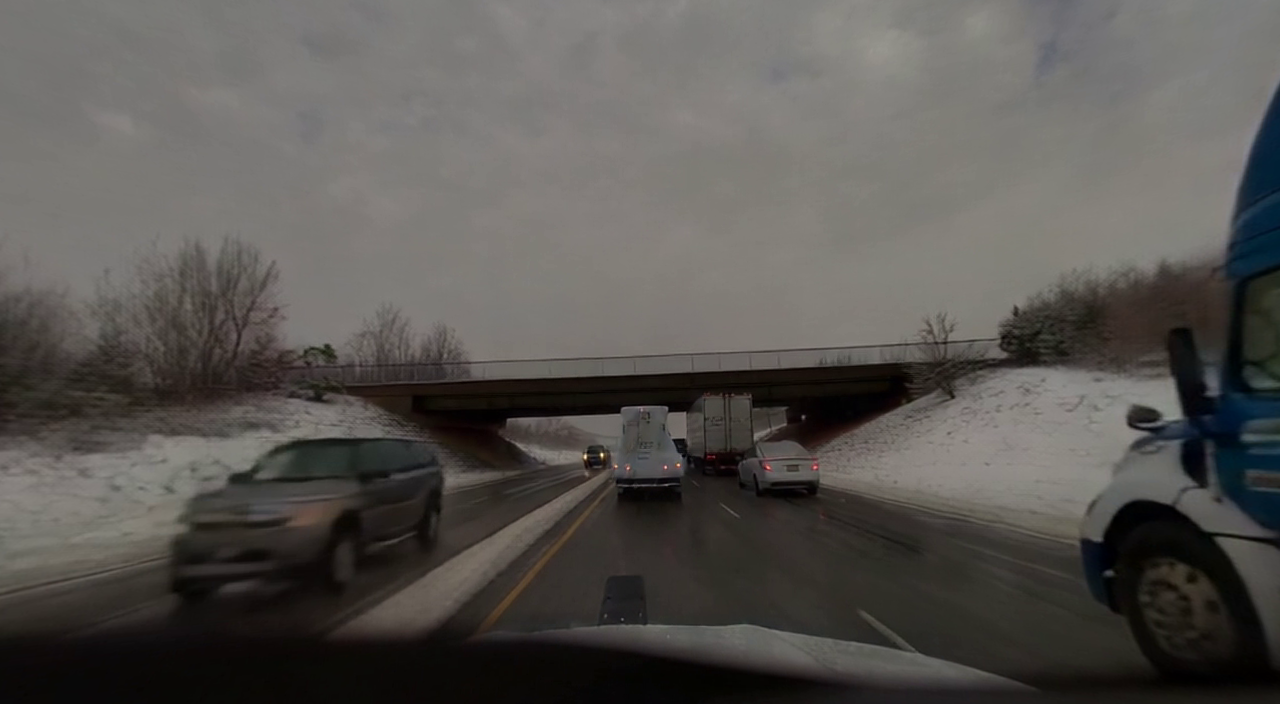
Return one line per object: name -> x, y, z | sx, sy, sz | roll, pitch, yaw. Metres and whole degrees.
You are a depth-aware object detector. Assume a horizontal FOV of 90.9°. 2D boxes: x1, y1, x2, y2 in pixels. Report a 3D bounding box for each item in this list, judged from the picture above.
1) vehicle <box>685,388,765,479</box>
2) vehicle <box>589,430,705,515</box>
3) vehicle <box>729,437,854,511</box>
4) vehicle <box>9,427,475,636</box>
vehicle -> 3.996, 4.106, 31.188 | 2.948, 3.974, 6.480 | 0, -9, 0
vehicle -> 0.187, 2.685, 14.413 | 2.256, 1.615, 4.114 | -1, -9, 2
vehicle -> 3.423, 2.842, 15.070 | 1.972, 1.505, 3.946 | -1, -9, 0
vehicle -> -3.498, 1.660, 6.850 | 2.091, 1.489, 4.397 | -1, -9, 2
